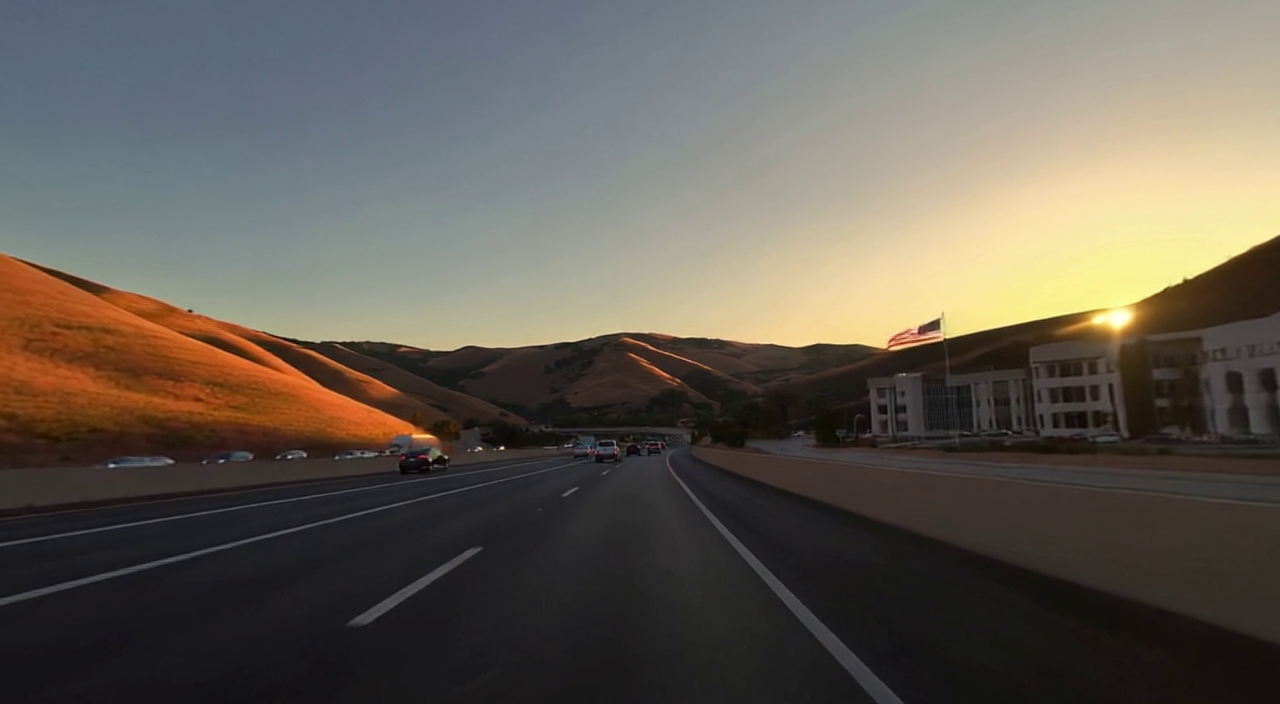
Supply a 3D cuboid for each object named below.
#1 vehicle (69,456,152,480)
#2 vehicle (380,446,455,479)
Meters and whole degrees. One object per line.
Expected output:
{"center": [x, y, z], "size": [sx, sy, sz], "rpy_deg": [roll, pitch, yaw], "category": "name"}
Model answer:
{"center": [-37.810, 8.284, 45.197], "size": [1.750, 1.468, 4.757], "rpy_deg": [-1, -8, 1], "category": "vehicle"}
{"center": [-10.833, 5.387, 31.048], "size": [1.927, 1.454, 4.395], "rpy_deg": [-1, -8, 2], "category": "vehicle"}
